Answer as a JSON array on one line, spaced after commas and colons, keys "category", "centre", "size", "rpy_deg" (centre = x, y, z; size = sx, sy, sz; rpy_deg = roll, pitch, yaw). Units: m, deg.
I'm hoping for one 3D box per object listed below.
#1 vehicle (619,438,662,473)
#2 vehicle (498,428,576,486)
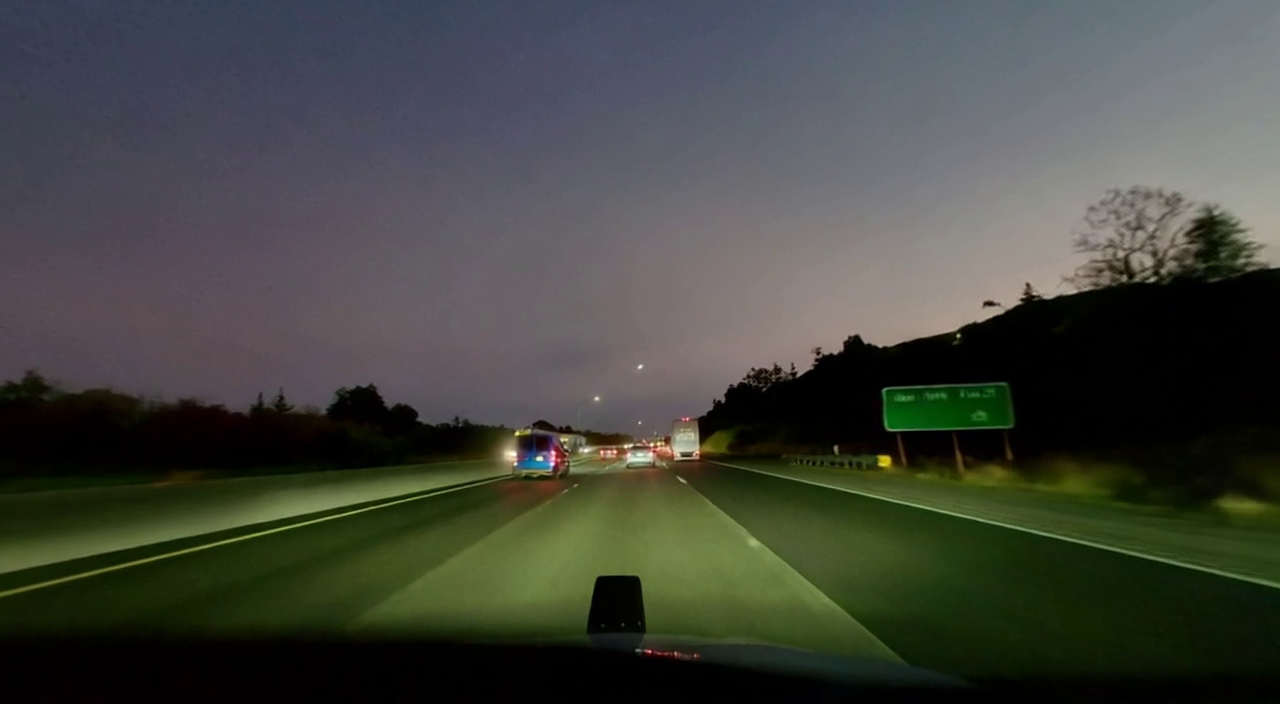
[{"category": "vehicle", "centre": [0.039, 5.687, 34.729], "size": [2.209, 1.825, 4.036], "rpy_deg": [0, -9, 0]}, {"category": "vehicle", "centre": [-3.885, 4.087, 24.725], "size": [2.167, 1.991, 5.062], "rpy_deg": [0, -9, 0]}]
